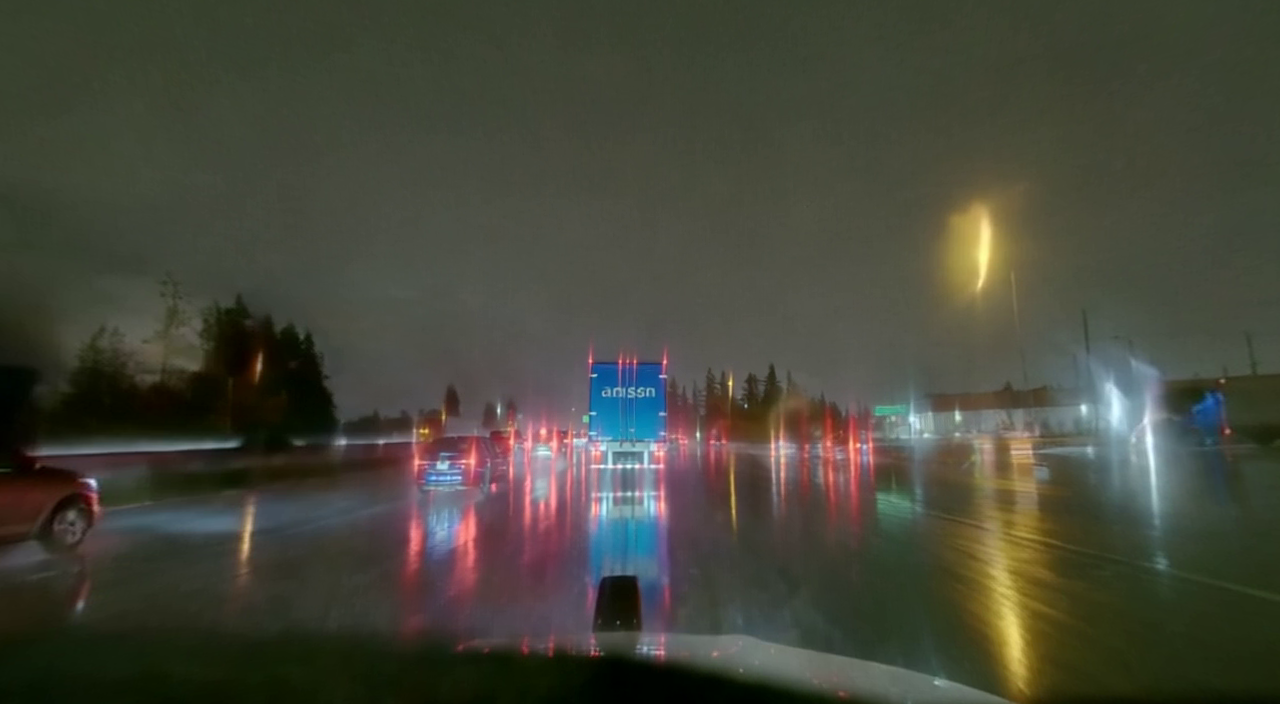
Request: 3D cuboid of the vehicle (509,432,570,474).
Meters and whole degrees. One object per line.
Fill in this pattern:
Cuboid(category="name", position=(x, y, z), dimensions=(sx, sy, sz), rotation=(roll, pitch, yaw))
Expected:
Cuboid(category="vehicle", position=(-4.137, 4.222, 26.614), dimensions=(1.946, 1.599, 4.073), rotation=(0, -8, 0))

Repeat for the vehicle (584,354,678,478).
Cuboid(category="vehicle", position=(-0.455, 2.893, 26.850), dimensions=(3.171, 4.204, 11.036), rotation=(0, -8, -2))

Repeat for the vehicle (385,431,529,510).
Cuboid(category="vehicle", position=(-3.947, 2.598, 14.437), dimensions=(1.964, 1.507, 4.361), rotation=(0, -8, 0))

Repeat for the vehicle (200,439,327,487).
Cuboid(category="vehicle", position=(-15.472, 4.530, 26.257), dimensions=(2.043, 1.795, 5.156), rotation=(0, -8, 1))

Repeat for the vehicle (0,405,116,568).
Cuboid(category="vehicle", position=(-7.714, 1.308, 5.789), dimensions=(1.998, 1.698, 4.461), rotation=(0, -8, -2))
